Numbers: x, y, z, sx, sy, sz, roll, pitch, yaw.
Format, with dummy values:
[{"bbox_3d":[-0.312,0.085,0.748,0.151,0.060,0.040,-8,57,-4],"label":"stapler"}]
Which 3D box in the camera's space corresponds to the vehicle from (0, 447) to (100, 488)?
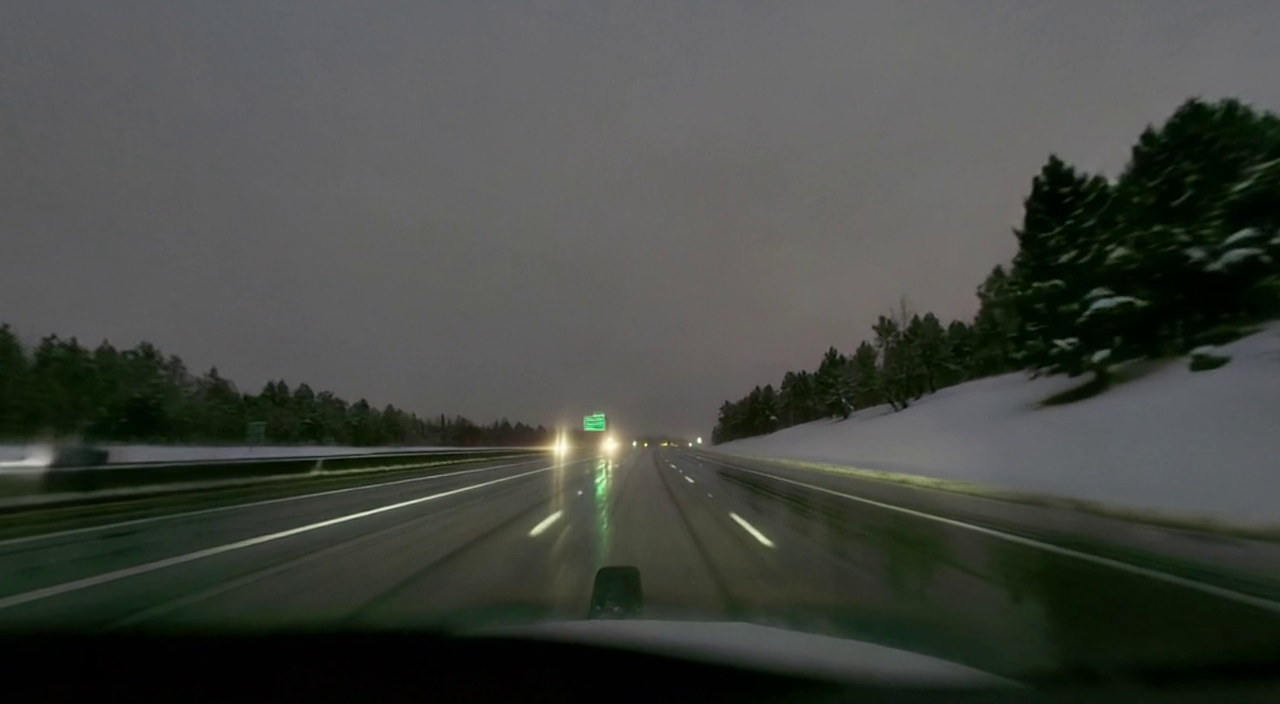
[{"bbox_3d":[-24.372,4.507,24.934,1.865,1.477,4.767,0,-8,0],"label":"vehicle"}]
